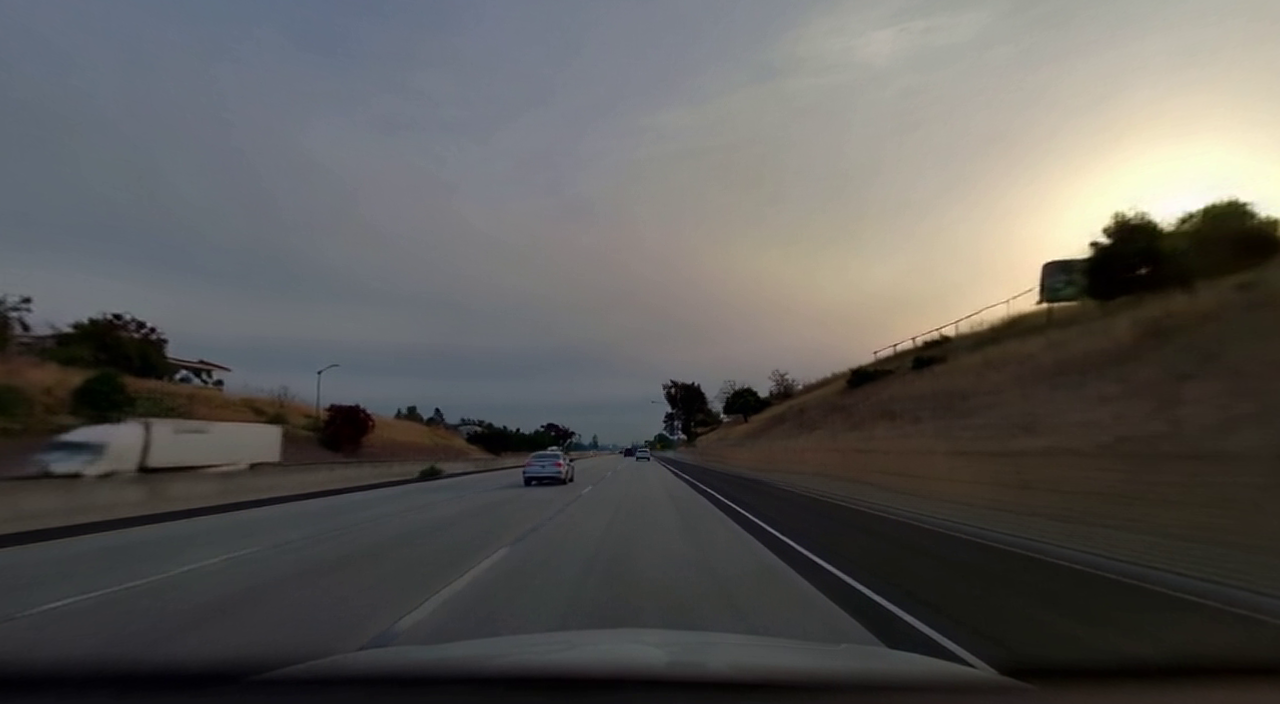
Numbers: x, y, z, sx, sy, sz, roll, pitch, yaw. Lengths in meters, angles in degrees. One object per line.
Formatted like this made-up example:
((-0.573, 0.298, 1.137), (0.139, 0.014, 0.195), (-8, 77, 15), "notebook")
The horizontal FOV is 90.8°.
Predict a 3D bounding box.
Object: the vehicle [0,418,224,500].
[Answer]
((-22.794, 4.617, 27.685), (2.676, 2.929, 9.366), (0, -9, 0), "vehicle")

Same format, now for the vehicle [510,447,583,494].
((-3.233, 4.177, 22.651), (1.978, 1.498, 4.080), (0, -9, 0), "vehicle")
